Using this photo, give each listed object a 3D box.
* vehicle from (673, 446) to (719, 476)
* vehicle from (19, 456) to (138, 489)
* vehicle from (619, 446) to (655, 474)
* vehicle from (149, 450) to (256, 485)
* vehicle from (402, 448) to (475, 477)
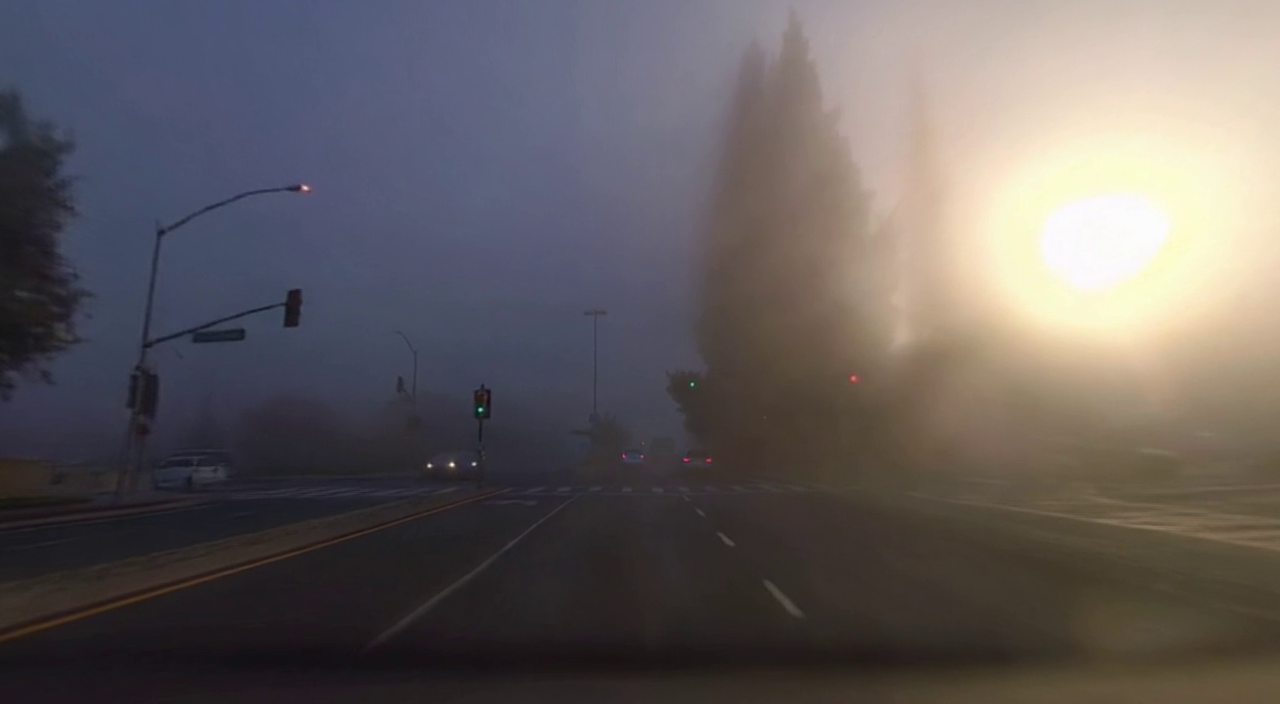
[{"bbox_3d":[3.017,5.973,34.936,2.057,1.496,4.401,0,-8,-2],"label":"vehicle"},{"bbox_3d":[-32.046,6.876,36.161,4.707,1.747,2.130,0,-8,1],"label":"vehicle"},{"bbox_3d":[-0.180,6.323,37.269,2.018,1.511,3.993,0,-8,-1],"label":"vehicle"},{"bbox_3d":[-25.146,6.651,36.429,4.634,1.840,2.025,-1,-10,1],"label":"vehicle"},{"bbox_3d":[-14.574,7.955,46.014,2.188,1.940,5.008,-4,-9,26],"label":"vehicle"}]
